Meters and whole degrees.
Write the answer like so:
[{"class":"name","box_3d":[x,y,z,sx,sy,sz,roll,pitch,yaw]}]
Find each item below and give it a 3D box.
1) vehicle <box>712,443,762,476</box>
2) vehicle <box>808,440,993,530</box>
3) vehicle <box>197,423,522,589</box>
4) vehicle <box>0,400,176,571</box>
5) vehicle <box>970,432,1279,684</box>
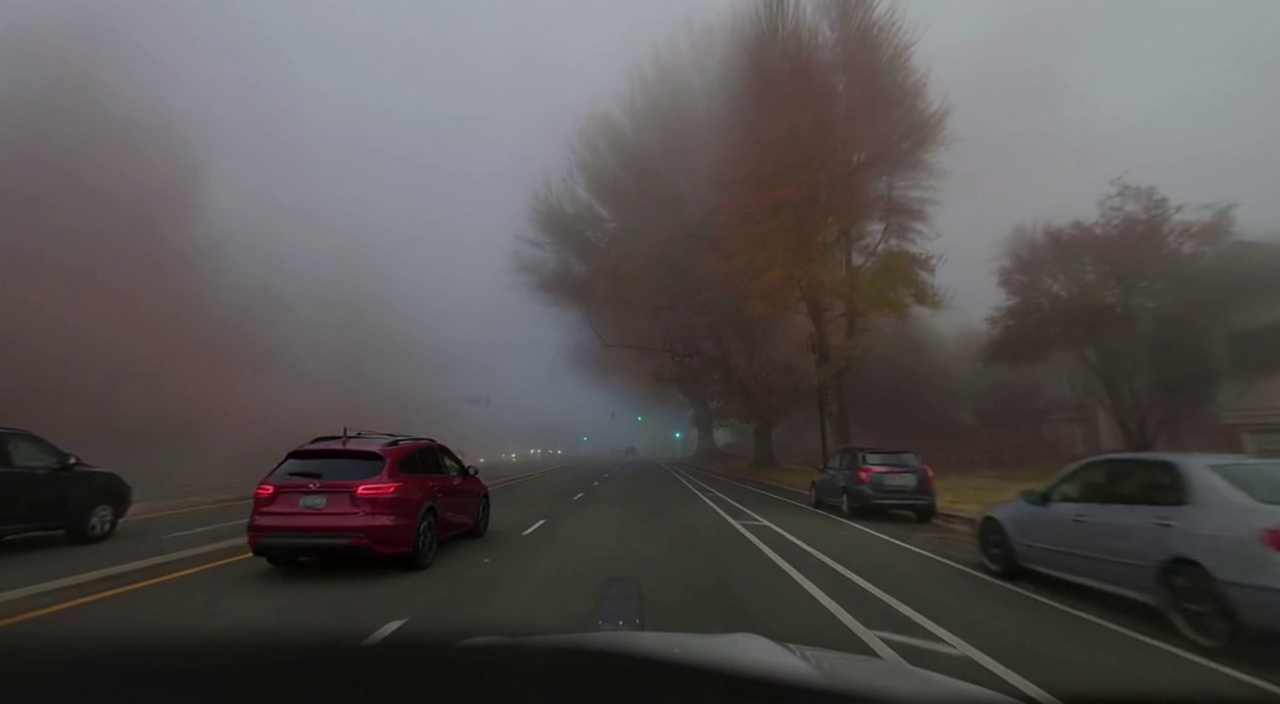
[{"class":"vehicle","box_3d":[4.864,5.446,32.177,1.955,1.499,4.536,0,-9,2]},{"class":"vehicle","box_3d":[5.030,2.603,12.981,1.900,1.504,4.474,0,-9,0]},{"class":"vehicle","box_3d":[-2.978,1.738,8.011,1.982,1.478,4.465,0,-9,1]},{"class":"vehicle","box_3d":[-7.492,1.367,6.526,2.034,1.711,4.512,1,-9,-3]},{"class":"vehicle","box_3d":[4.786,1.425,5.003,1.889,1.491,4.614,0,-9,1]}]
